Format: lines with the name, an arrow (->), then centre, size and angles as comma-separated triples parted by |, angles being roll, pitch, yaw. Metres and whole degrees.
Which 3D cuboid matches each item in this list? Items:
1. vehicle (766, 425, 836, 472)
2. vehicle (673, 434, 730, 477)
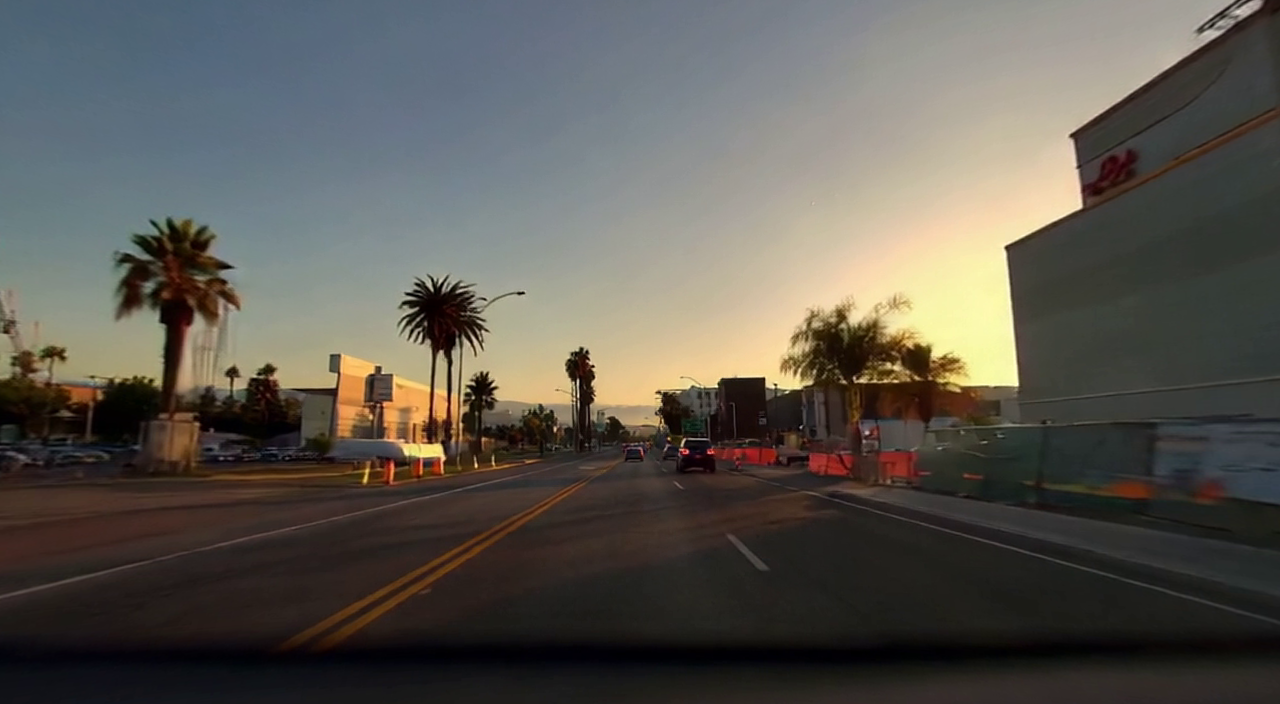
vehicle -> 11.204, 6.669, 43.541 | 2.609, 2.976, 4.867 | -7, -11, 41
vehicle -> 3.001, 5.228, 32.129 | 2.386, 1.970, 5.665 | 0, -8, 0
